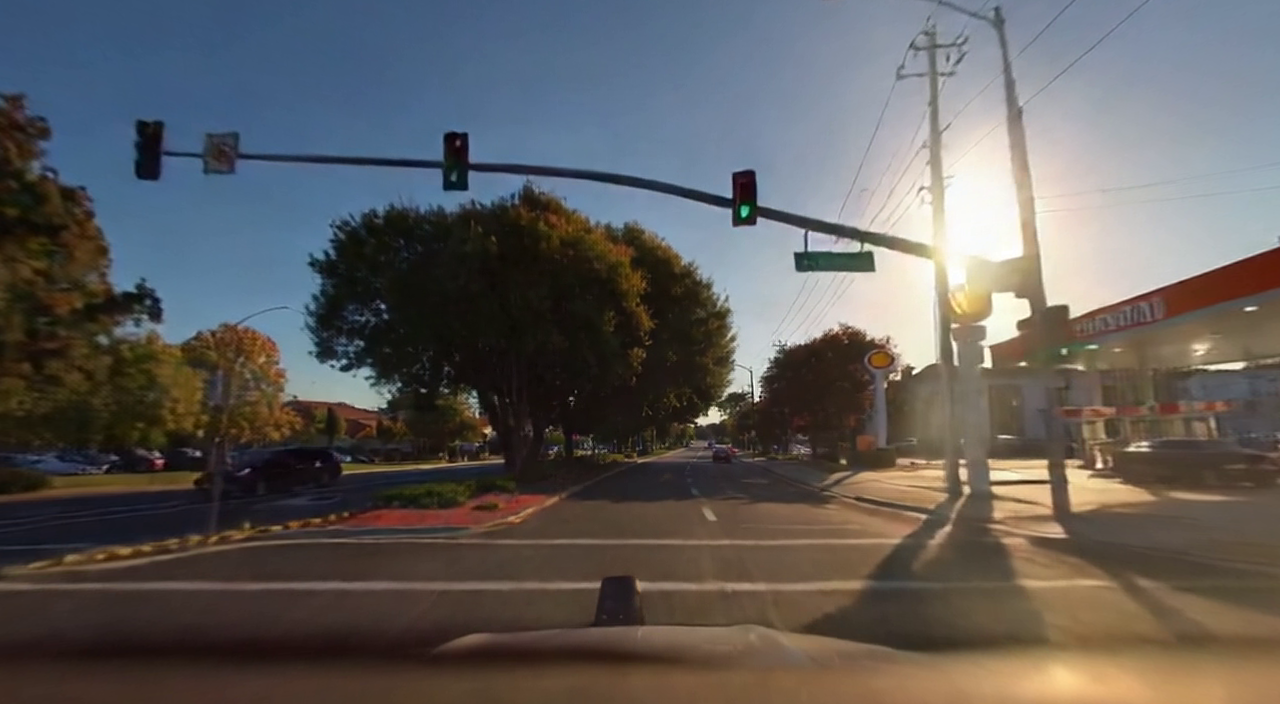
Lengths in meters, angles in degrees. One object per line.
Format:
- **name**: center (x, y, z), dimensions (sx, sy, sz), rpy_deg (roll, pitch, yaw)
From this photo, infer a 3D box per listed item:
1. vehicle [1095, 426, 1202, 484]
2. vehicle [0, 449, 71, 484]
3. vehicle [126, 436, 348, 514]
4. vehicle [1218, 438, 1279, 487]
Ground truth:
- **vehicle**: center (17.801, 3.568, 22.028), dimensions (4.601, 1.766, 2.015), rpy_deg (7, -14, -42)
- **vehicle**: center (-32.238, 5.776, 32.031), dimensions (4.820, 1.694, 2.101), rpy_deg (-1, -9, 4)
- **vehicle**: center (-9.033, 2.793, 14.791), dimensions (2.023, 1.498, 4.605), rpy_deg (-1, -9, 2)
- **vehicle**: center (20.177, 3.570, 20.151), dimensions (4.553, 1.371, 2.019), rpy_deg (11, -17, -42)
